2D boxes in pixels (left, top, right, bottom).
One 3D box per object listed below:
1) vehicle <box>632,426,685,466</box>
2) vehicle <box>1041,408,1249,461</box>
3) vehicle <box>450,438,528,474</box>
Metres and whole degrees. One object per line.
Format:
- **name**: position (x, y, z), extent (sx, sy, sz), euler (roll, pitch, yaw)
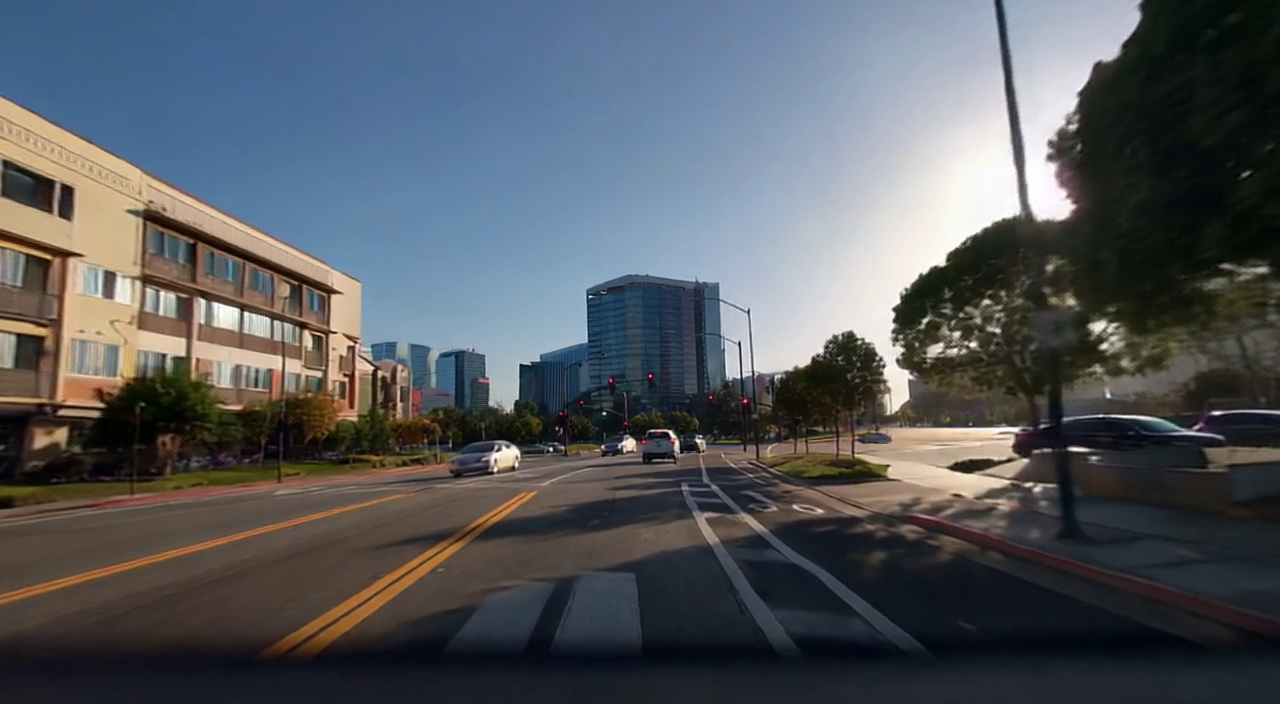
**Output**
- **vehicle**: position (1.006, 4.725, 31.814), extent (2.230, 1.827, 4.298), euler (-1, -8, 7)
- **vehicle**: position (14.949, 2.488, 18.940), extent (4.486, 1.494, 1.802), euler (-1, -8, 5)
- **vehicle**: position (-6.651, 4.635, 28.432), extent (1.939, 1.484, 4.645), euler (-1, -8, 6)
